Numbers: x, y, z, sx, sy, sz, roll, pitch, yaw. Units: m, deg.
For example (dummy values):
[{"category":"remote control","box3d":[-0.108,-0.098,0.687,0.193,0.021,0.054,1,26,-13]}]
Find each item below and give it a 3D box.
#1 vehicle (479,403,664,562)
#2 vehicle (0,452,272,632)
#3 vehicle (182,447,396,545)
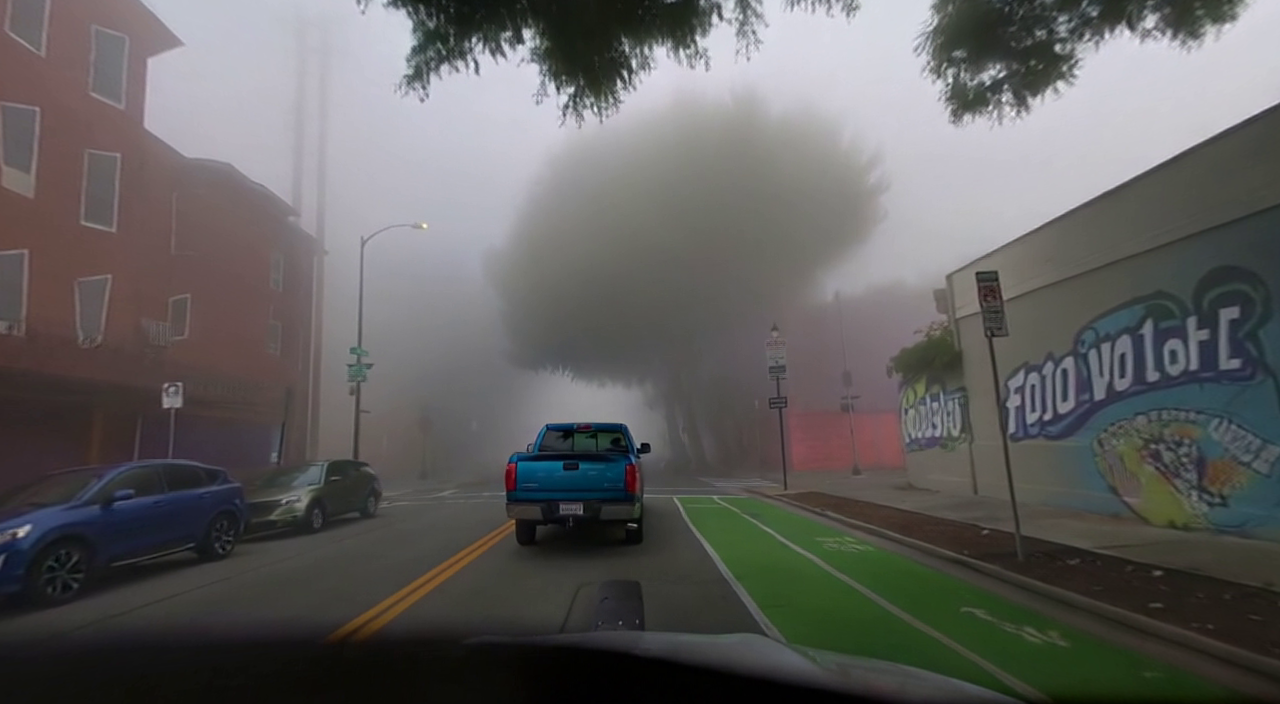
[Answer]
[{"category":"vehicle","box3d":[-0.802,1.902,9.957,2.215,1.882,4.611,0,-8,0]},{"category":"vehicle","box3d":[-7.170,2.228,8.480,1.882,1.686,4.489,0,-8,-2]},{"category":"vehicle","box3d":[-7.422,3.021,14.147,1.884,1.730,5.076,0,-8,0]}]
